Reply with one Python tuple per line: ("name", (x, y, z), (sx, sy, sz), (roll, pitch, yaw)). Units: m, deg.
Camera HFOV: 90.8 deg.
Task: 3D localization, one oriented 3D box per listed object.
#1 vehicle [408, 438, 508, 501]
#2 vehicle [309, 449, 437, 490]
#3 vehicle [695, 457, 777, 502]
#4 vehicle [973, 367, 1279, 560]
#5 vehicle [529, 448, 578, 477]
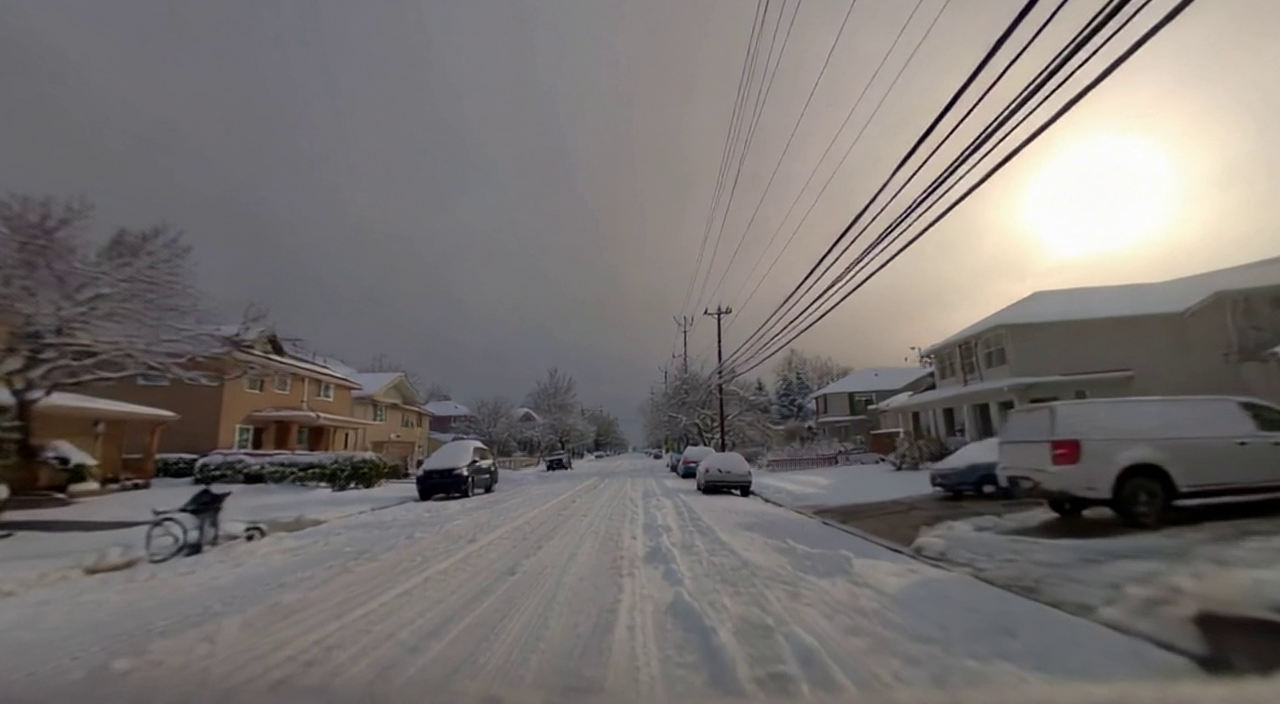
("vehicle", (-6.367, 4.290, 22.746), (2.156, 1.932, 4.518), (-2, -12, 1))
("vehicle", (-11.495, 5.080, 27.440), (4.529, 1.677, 2.204), (0, -9, 1))
("vehicle", (2.989, 4.062, 20.460), (1.827, 1.286, 3.684), (1, -9, -5))
("vehicle", (8.480, 1.545, 9.011), (5.900, 2.328, 2.603), (-1, -9, 3))
("vehicle", (-6.257, 8.207, 46.616), (2.398, 1.910, 5.999), (-3, -11, 4))
